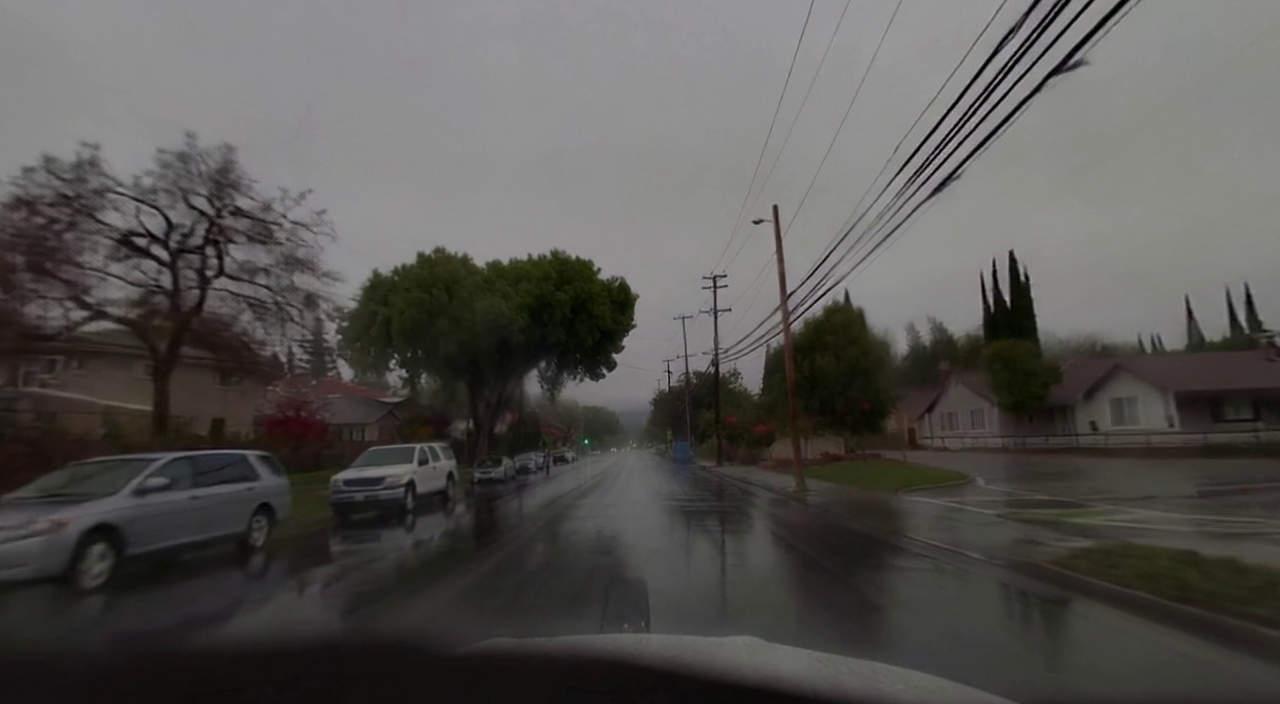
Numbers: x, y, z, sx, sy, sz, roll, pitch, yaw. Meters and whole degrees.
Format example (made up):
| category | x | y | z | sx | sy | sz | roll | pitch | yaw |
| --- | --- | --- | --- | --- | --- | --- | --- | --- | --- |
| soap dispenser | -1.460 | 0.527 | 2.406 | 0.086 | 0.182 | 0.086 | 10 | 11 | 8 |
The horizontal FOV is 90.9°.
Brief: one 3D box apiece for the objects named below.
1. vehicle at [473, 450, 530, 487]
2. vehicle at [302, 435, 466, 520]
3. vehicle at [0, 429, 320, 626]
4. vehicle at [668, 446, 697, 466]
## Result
| category | x | y | z | sx | sy | sz | roll | pitch | yaw |
| --- | --- | --- | --- | --- | --- | --- | --- | --- | --- |
| vehicle | -7.008 | 5.930 | 32.380 | 1.852 | 1.510 | 4.812 | -3 | -7 | -1 |
| vehicle | -6.866 | 3.374 | 17.904 | 2.144 | 1.955 | 6.159 | -1 | -8 | -1 |
| vehicle | -6.805 | 2.047 | 8.576 | 2.120 | 1.799 | 5.370 | -1 | -9 | 0 |
| vehicle | 3.216 | 7.934 | 48.282 | 1.943 | 1.469 | 4.504 | 0 | -9 | 0 |
